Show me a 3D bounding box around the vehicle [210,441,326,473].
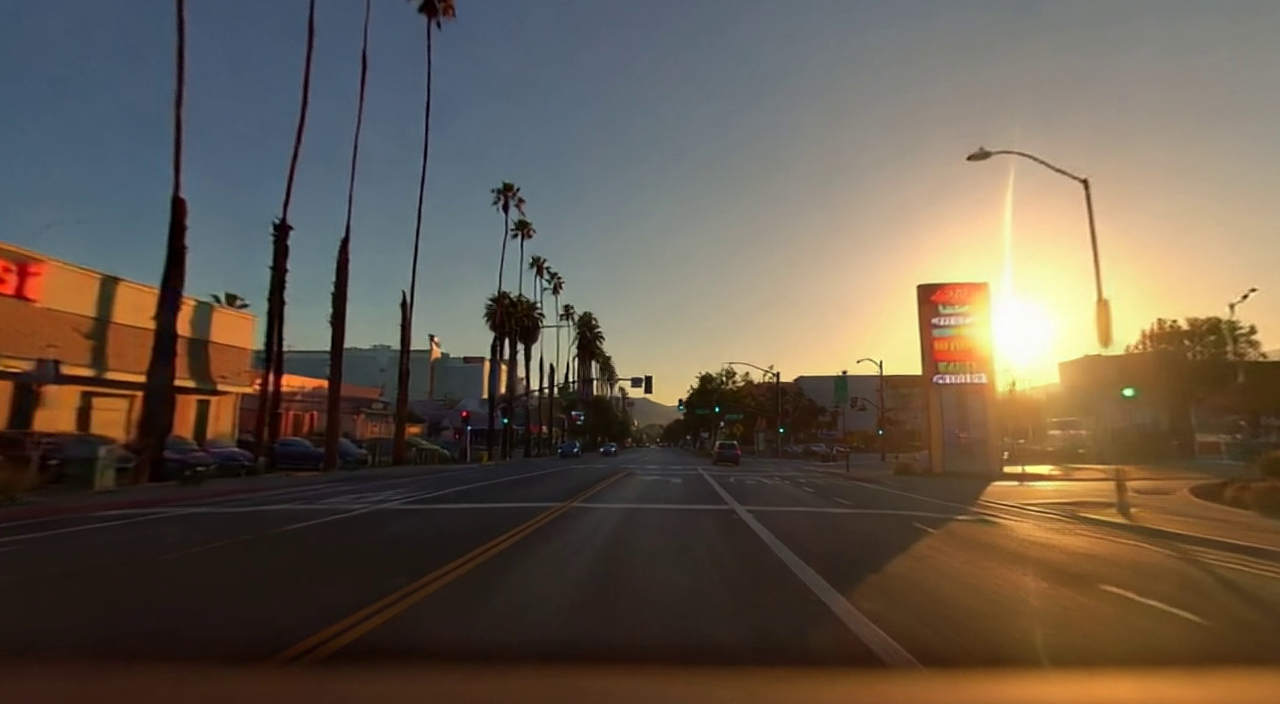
[{"bbox_3d":[-17.582,4.987,29.918,4.277,1.453,1.913,0,-9,1],"label":"vehicle"}]

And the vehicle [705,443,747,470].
[{"bbox_3d":[5.100,6.226,37.828,2.065,1.507,4.225,0,-9,1],"label":"vehicle"}]
